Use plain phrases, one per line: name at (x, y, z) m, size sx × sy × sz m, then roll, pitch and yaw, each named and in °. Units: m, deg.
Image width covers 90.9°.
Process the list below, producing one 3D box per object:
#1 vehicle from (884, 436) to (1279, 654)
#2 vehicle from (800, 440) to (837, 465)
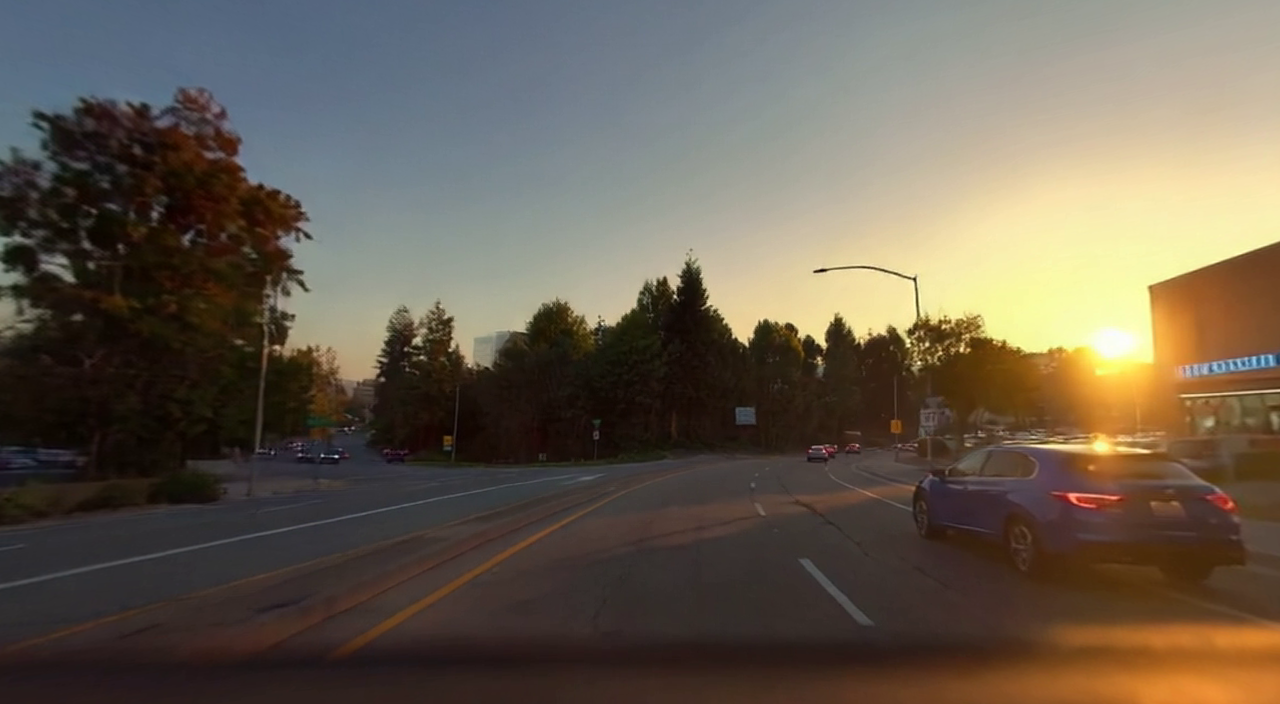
vehicle at (4.329, 1.659, 6.584) m, size 1.938 × 1.466 × 4.434 m, roll 0°, pitch -9°, yaw 2°
vehicle at (12.802, 7.158, 45.001) m, size 2.311 × 1.715 × 4.287 m, roll -3°, pitch -9°, yaw 18°
